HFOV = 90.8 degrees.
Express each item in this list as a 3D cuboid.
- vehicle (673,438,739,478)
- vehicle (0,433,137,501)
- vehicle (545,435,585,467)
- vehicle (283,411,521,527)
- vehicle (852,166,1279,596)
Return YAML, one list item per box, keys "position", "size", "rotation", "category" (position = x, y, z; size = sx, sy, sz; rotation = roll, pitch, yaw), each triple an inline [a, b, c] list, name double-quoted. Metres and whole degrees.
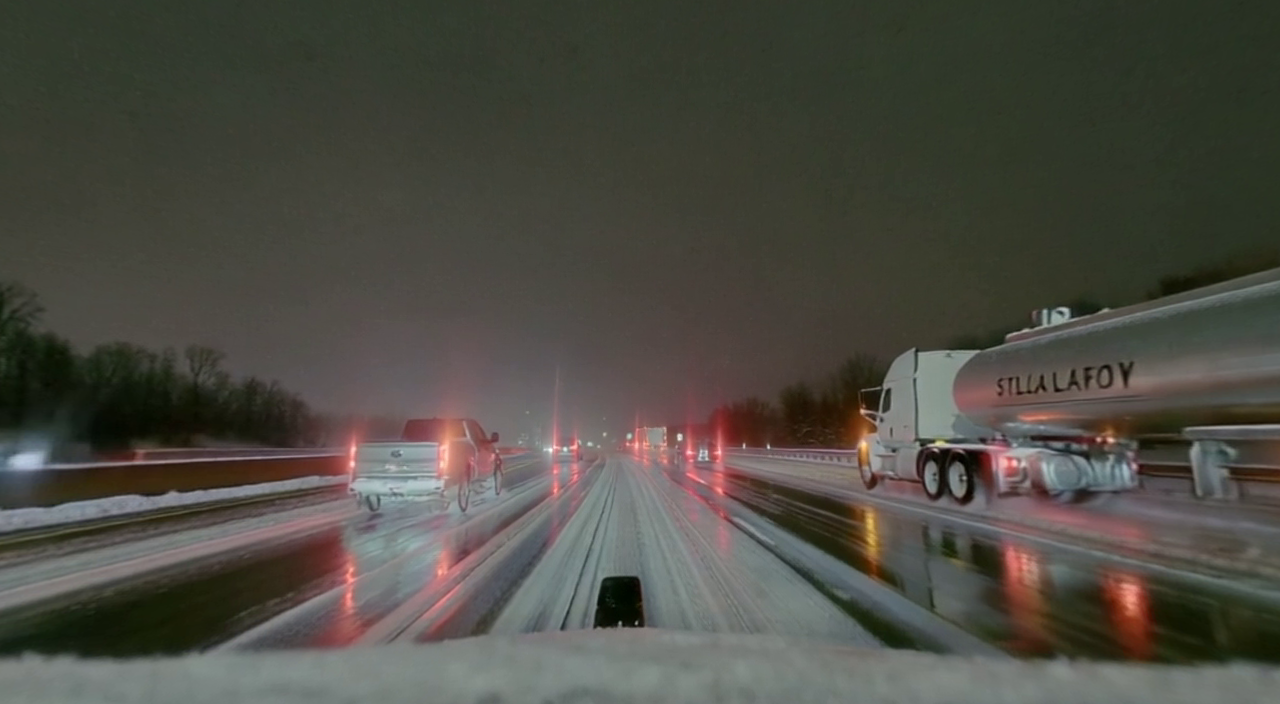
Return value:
- position: [2.694, 4.444, 26.760]
  size: [2.053, 1.510, 4.400]
  rotation: [0, -8, -3]
  category: "vehicle"
- position: [-14.987, 2.712, 15.145]
  size: [1.890, 1.483, 4.883]
  rotation: [0, -8, -1]
  category: "vehicle"
- position: [-4.596, 6.156, 39.316]
  size: [2.149, 1.843, 4.348]
  rotation: [0, -8, -3]
  category: "vehicle"
- position: [-4.343, 2.287, 13.011]
  size: [2.684, 1.839, 5.803]
  rotation: [0, -8, 0]
  category: "vehicle"
- position: [7.380, 0.887, 9.993]
  size: [3.548, 3.827, 11.870]
  rotation: [0, -8, -2]
  category: "vehicle"
